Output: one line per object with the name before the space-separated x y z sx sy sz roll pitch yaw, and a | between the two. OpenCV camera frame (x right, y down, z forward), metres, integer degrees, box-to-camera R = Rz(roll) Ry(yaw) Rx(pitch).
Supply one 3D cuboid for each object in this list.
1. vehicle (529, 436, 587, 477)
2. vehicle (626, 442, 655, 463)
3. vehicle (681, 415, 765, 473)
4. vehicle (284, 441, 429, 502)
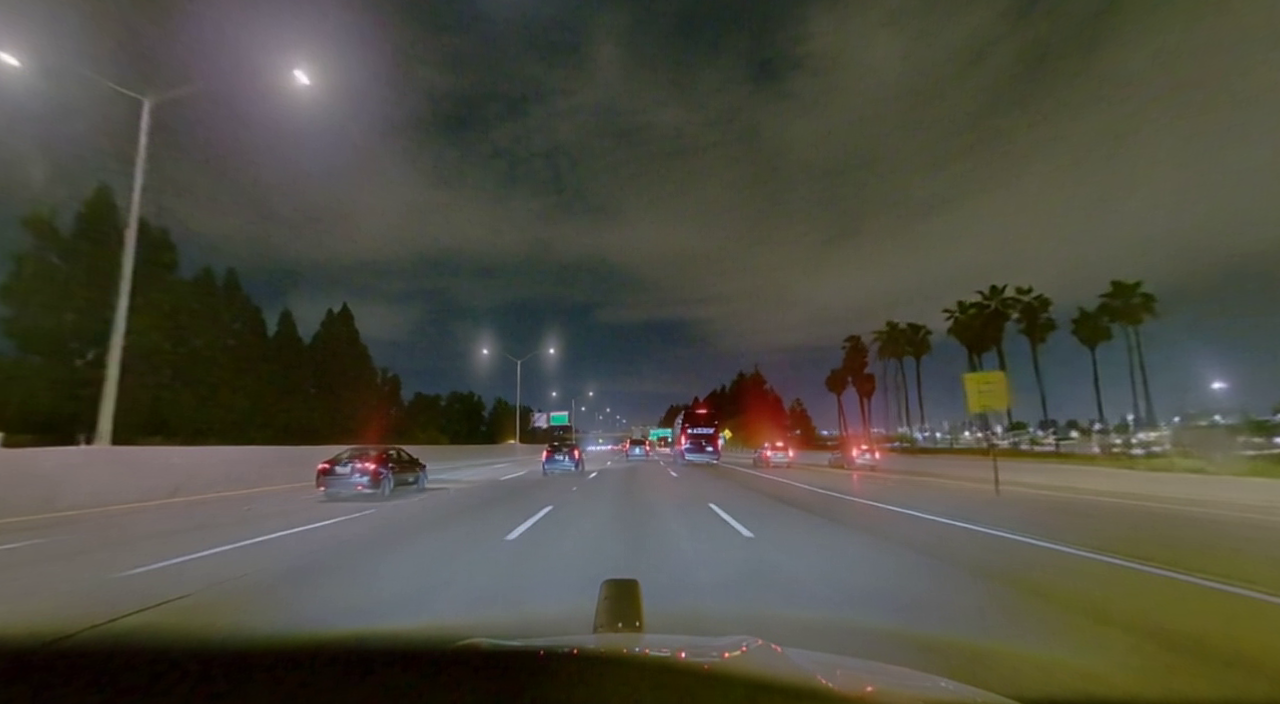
vehicle | -3.606 4.670 28.289 2.017 1.683 4.094 0 -9 0
vehicle | 0.059 7.432 46.738 2.085 1.507 4.096 0 -9 0
vehicle | 4.256 5.319 36.169 2.891 2.596 15.534 0 -9 1
vehicle | -7.731 3.297 17.772 2.050 1.487 4.372 0 -9 0
